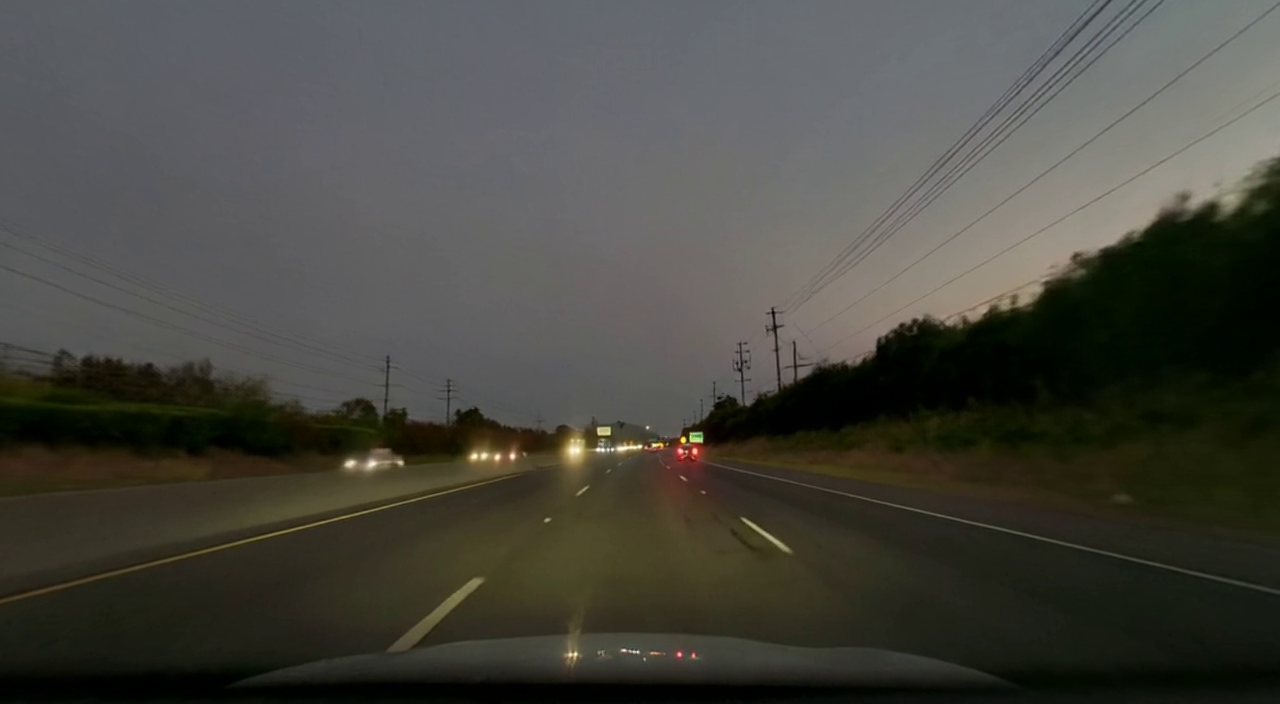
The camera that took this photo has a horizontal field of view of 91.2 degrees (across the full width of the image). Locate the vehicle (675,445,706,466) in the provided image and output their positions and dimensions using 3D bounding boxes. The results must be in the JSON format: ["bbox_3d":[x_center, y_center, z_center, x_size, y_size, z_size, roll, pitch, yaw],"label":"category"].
[{"bbox_3d":[3.907,8.105,49.371,2.054,1.565,4.089,0,-9,0],"label":"vehicle"}]
